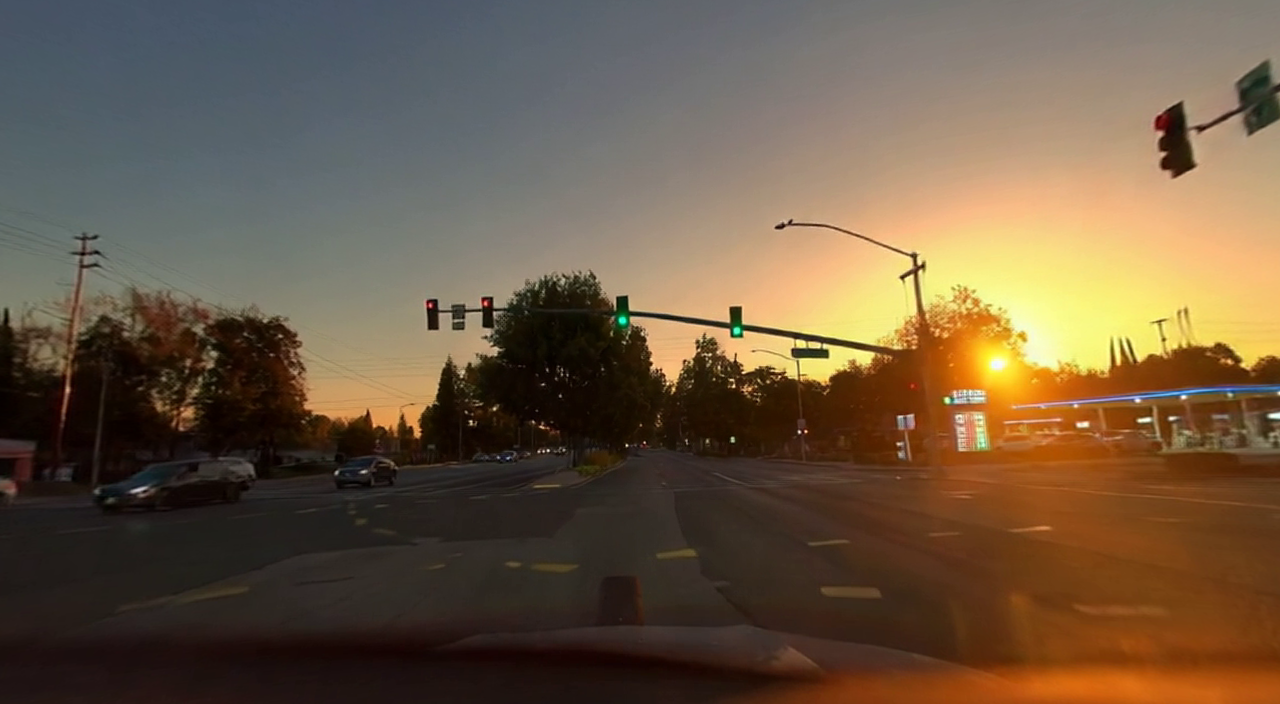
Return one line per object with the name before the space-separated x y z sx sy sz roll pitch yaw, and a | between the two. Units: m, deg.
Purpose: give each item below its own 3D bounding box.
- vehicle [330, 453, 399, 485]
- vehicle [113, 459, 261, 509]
vehicle | -15.501 6.588 35.813 2.053 1.598 4.336 0 -9 -2
vehicle | -15.337 4.463 21.758 1.920 1.434 4.328 0 -9 0
